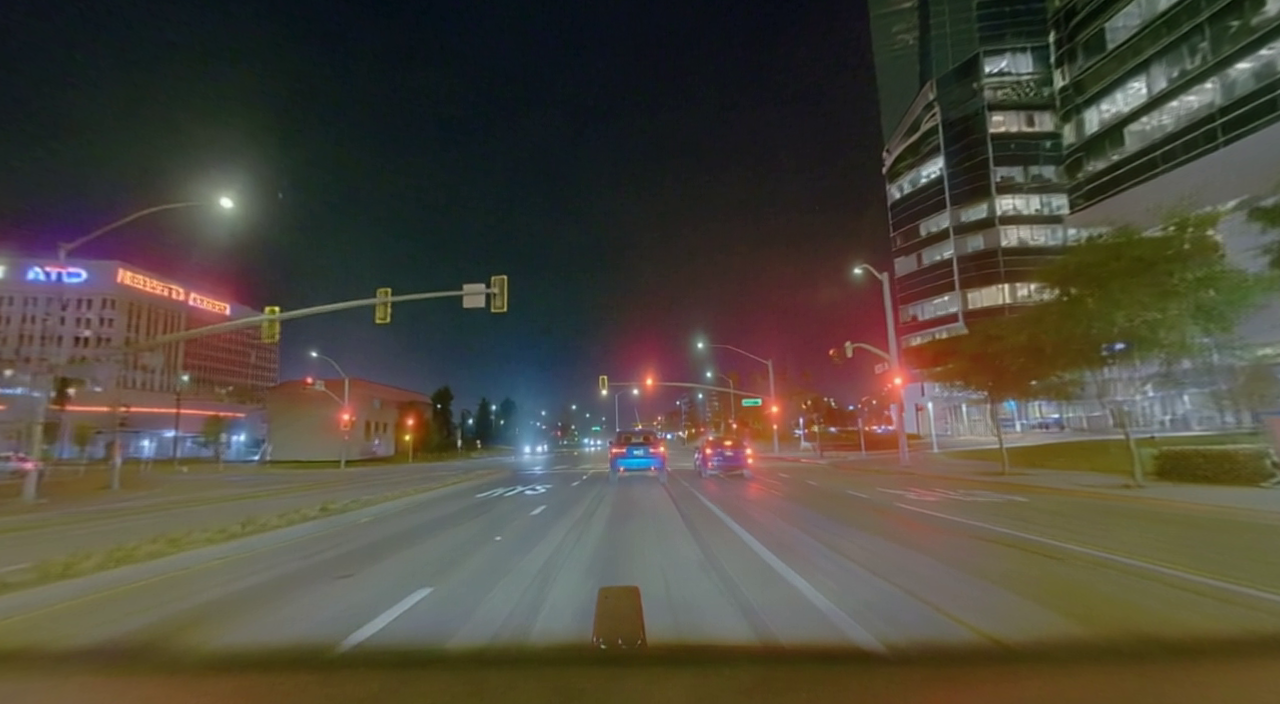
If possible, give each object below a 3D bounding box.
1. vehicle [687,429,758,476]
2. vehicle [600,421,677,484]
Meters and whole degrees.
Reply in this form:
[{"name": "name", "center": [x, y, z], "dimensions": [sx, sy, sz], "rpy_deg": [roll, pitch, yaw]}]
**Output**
[{"name": "vehicle", "center": [3.212, 4.037, 25.568], "dimensions": [2.107, 1.736, 4.228], "rpy_deg": [0, -8, -2]}, {"name": "vehicle", "center": [-0.144, 3.506, 22.280], "dimensions": [2.413, 1.939, 4.716], "rpy_deg": [0, -8, -2]}]
